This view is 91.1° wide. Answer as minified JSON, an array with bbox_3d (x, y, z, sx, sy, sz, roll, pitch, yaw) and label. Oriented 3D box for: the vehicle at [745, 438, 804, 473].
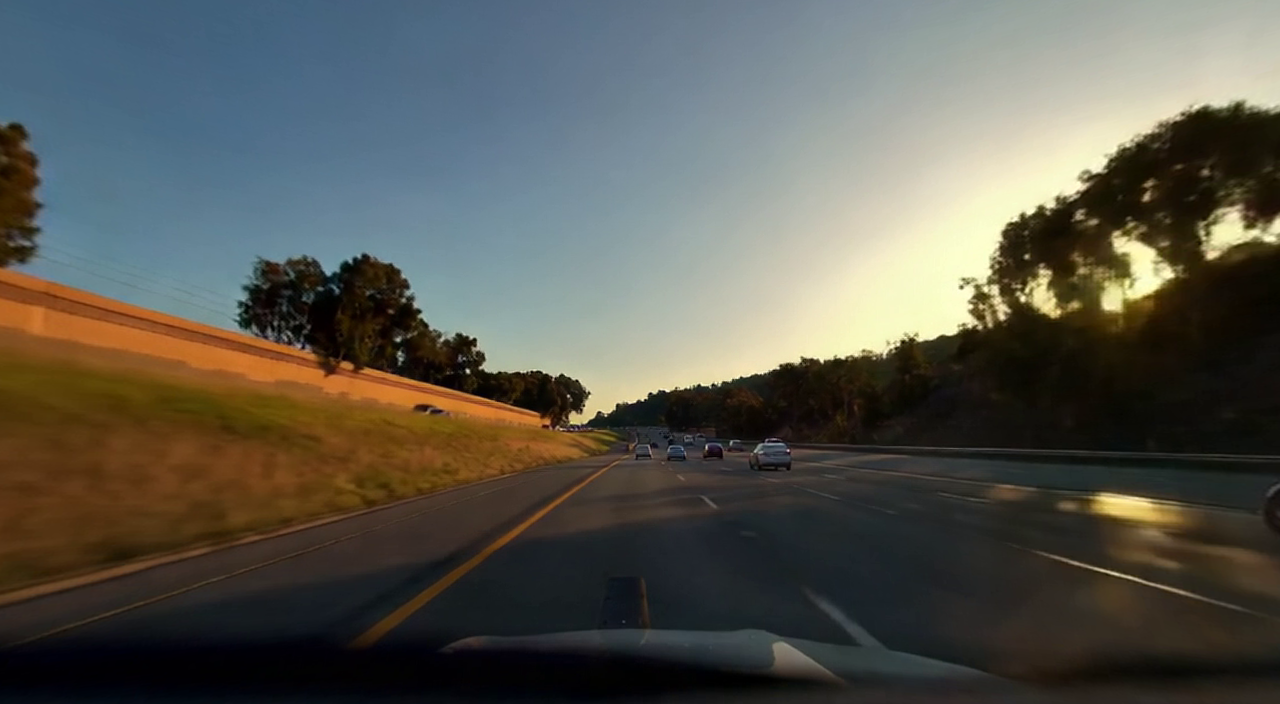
[{"bbox_3d":[7.011,5.420,33.228,2.048,1.697,4.689,0,-8,-1],"label":"vehicle"}]
